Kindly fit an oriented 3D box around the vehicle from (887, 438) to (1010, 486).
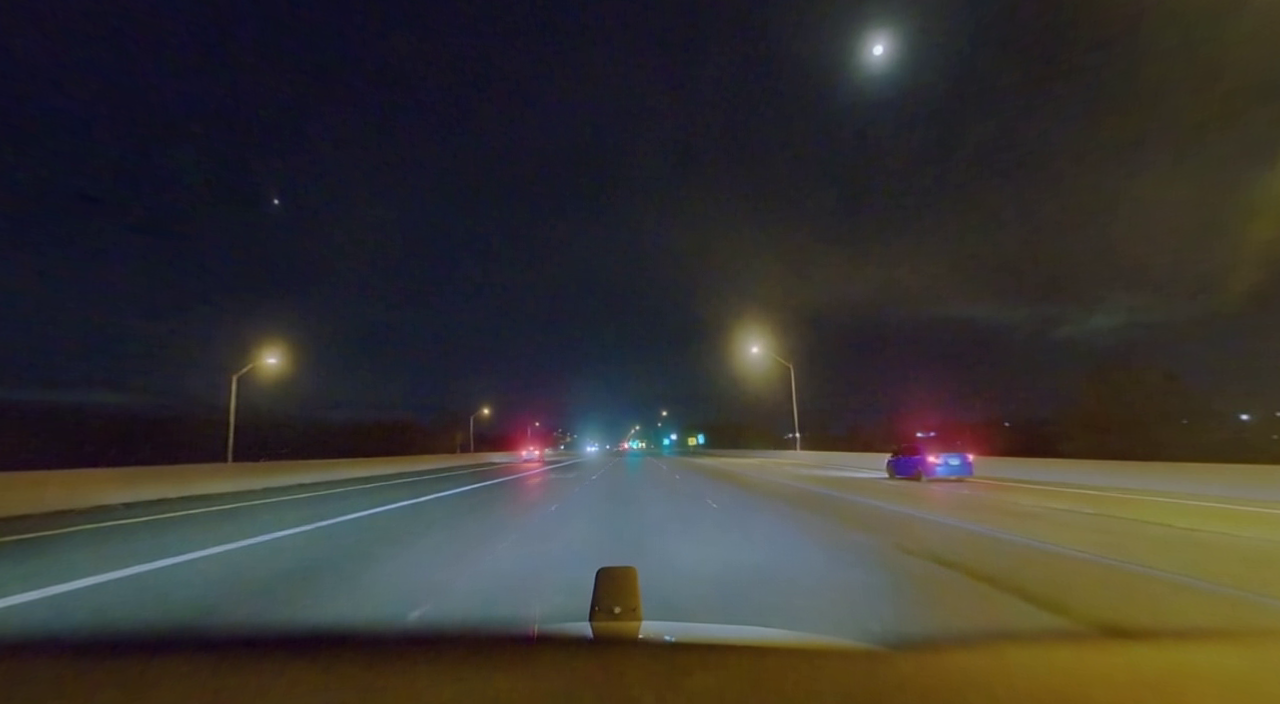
[{"bbox_3d":[10.668,3.818,22.283,1.985,1.493,4.486,0,-8,-1],"label":"vehicle"}]
